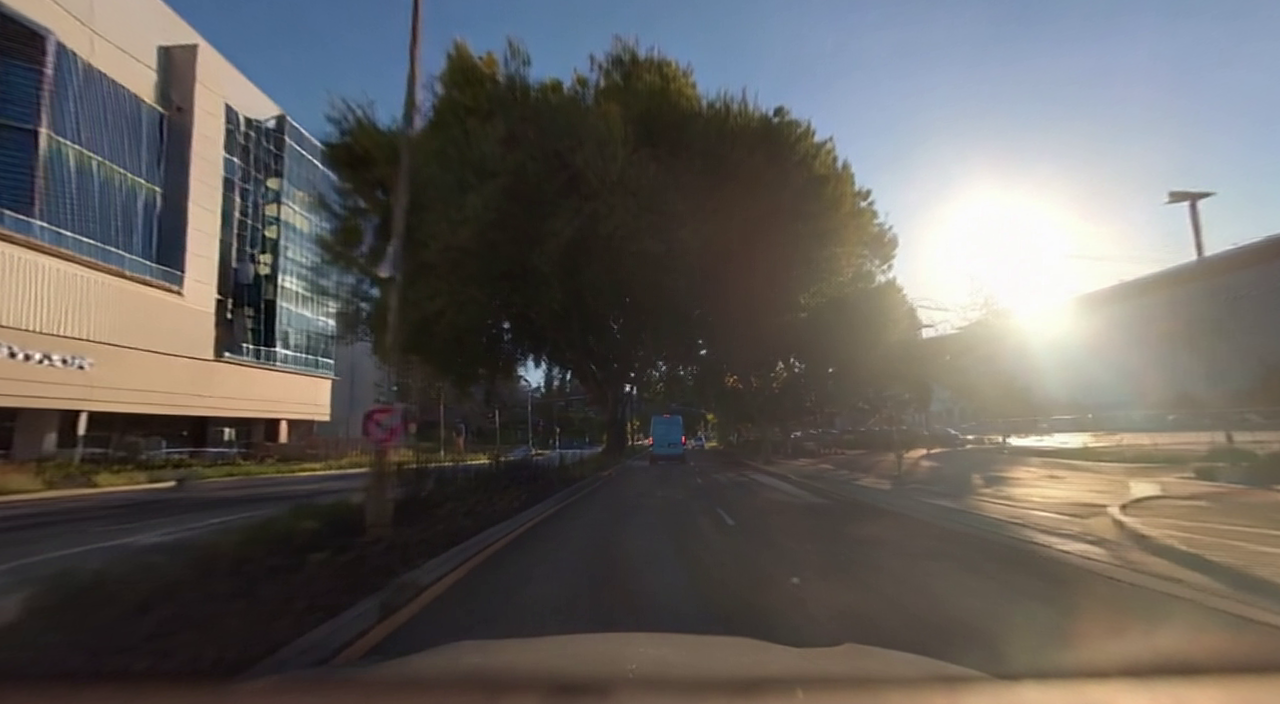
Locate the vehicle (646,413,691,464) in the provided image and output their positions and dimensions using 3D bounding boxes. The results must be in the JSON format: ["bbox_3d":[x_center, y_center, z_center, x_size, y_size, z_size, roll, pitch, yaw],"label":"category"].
[{"bbox_3d":[1.774,5.111,37.296,2.435,2.816,5.232,-1,-8,5],"label":"vehicle"}]
